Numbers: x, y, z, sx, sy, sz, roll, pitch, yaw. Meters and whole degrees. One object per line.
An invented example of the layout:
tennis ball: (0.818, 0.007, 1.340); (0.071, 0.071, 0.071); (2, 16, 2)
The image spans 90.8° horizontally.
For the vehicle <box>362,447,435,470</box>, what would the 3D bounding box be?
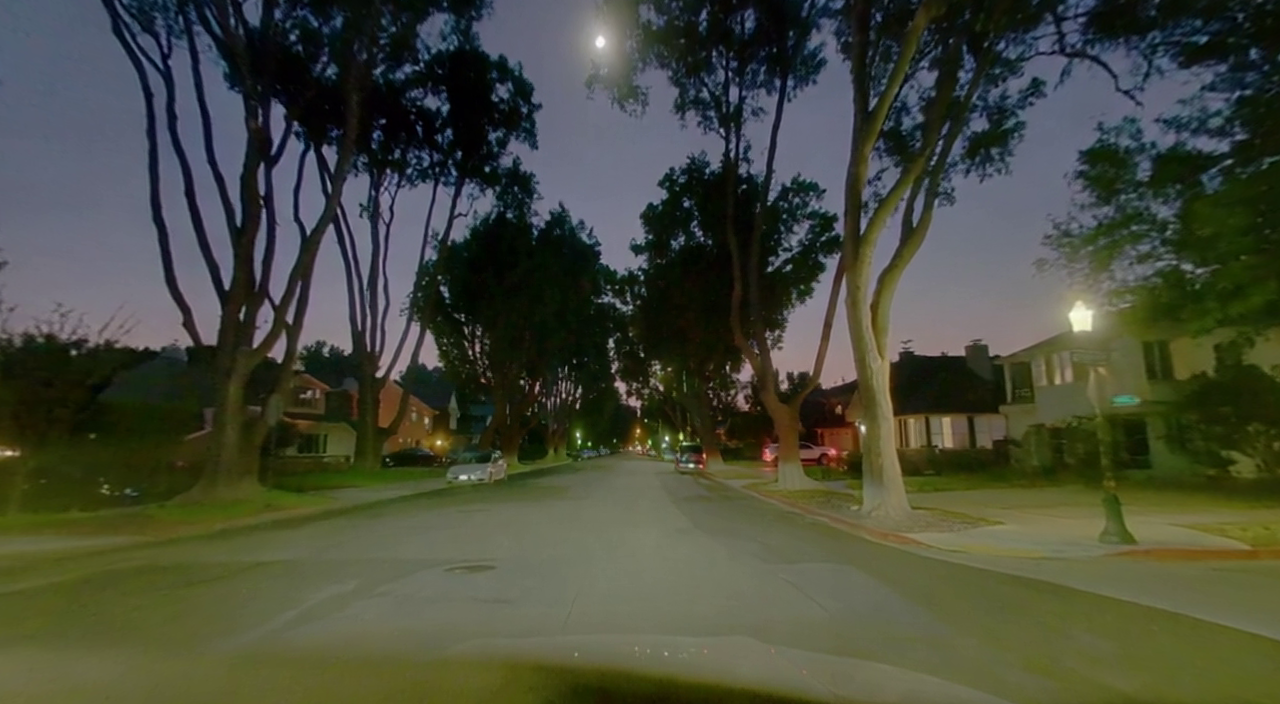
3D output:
vehicle: (-16.561, 7.291, 43.439); (4.276, 1.463, 1.832); (-1, -8, 6)

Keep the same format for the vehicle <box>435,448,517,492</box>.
vehicle: (-6.609, 4.776, 25.960); (2.099, 1.399, 4.357); (-4, -7, 1)

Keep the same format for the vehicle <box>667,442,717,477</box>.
vehicle: (2.896, 6.129, 36.352); (2.241, 1.875, 5.059); (1, -8, -2)

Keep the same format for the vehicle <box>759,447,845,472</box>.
vehicle: (10.133, 6.756, 39.889); (5.041, 1.486, 1.969); (-1, -8, 8)
